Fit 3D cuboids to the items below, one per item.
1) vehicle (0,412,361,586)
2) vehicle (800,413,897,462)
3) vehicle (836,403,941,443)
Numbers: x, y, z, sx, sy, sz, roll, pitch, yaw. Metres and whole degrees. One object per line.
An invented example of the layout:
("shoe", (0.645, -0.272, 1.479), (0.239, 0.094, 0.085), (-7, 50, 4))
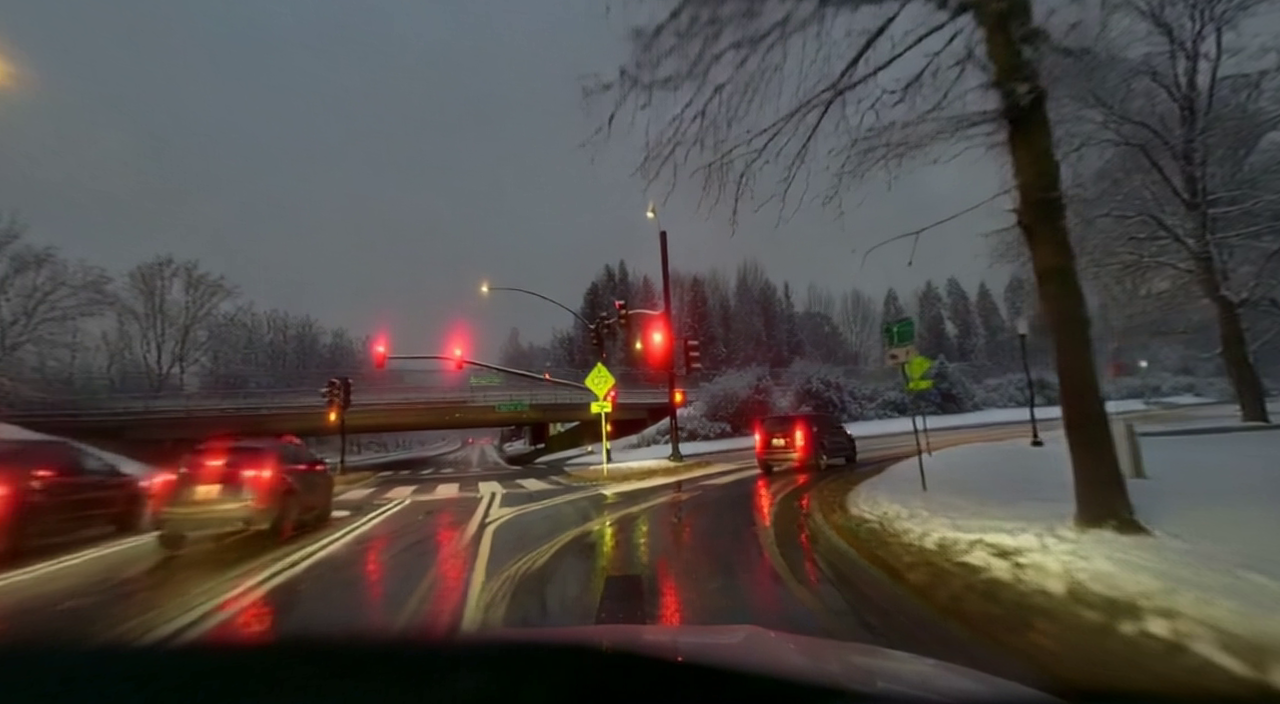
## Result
("vehicle", (-5.796, 1.859, 9.138), (2.066, 1.672, 5.581), (2, -9, -12))
("vehicle", (7.745, 3.164, 23.261), (1.908, 1.622, 4.166), (-7, -11, 39))
("vehicle", (13.069, 3.770, 33.208), (5.144, 1.954, 2.122), (4, -9, -27))
